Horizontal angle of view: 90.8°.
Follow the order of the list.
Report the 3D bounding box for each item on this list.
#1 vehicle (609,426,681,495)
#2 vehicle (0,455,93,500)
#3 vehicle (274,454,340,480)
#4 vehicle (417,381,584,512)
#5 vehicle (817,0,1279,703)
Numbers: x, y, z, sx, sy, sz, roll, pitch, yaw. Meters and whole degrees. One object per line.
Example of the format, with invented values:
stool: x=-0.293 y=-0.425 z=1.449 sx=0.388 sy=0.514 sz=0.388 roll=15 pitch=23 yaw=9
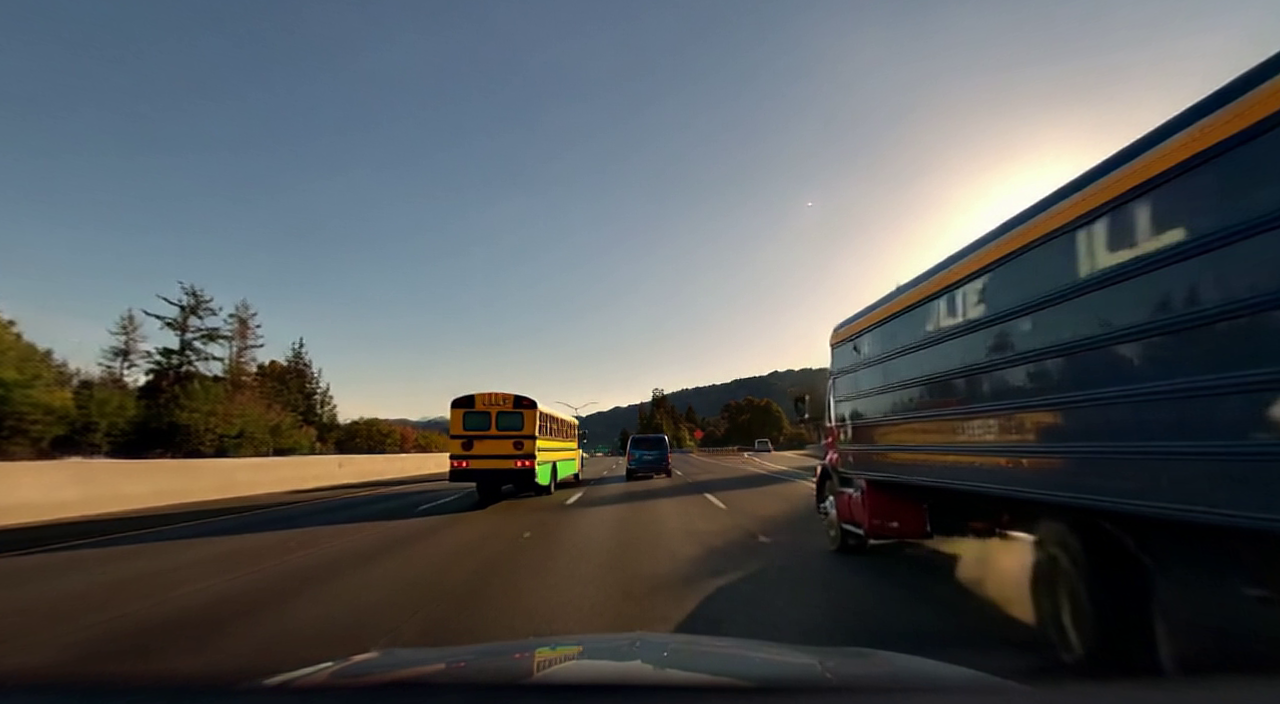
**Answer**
vehicle: x=0.119 y=3.445 z=20.377 sx=2.037 sy=1.929 sz=4.343 roll=0 pitch=-8 yaw=-1
vehicle: x=-24.657 y=4.886 z=24.794 sx=2.031 sy=1.572 sz=4.783 roll=-1 pitch=-9 yaw=0
vehicle: x=-21.085 y=7.252 z=40.131 sx=1.832 sy=1.462 sz=4.285 roll=0 pitch=-8 yaw=0
vehicle: x=-3.585 y=2.769 z=18.663 sx=2.947 sy=3.009 sz=7.991 roll=-1 pitch=-8 yaw=1
vehicle: x=4.140 y=0.281 z=5.821 sx=3.050 sy=3.810 sz=6.889 roll=-1 pitch=-8 yaw=1
